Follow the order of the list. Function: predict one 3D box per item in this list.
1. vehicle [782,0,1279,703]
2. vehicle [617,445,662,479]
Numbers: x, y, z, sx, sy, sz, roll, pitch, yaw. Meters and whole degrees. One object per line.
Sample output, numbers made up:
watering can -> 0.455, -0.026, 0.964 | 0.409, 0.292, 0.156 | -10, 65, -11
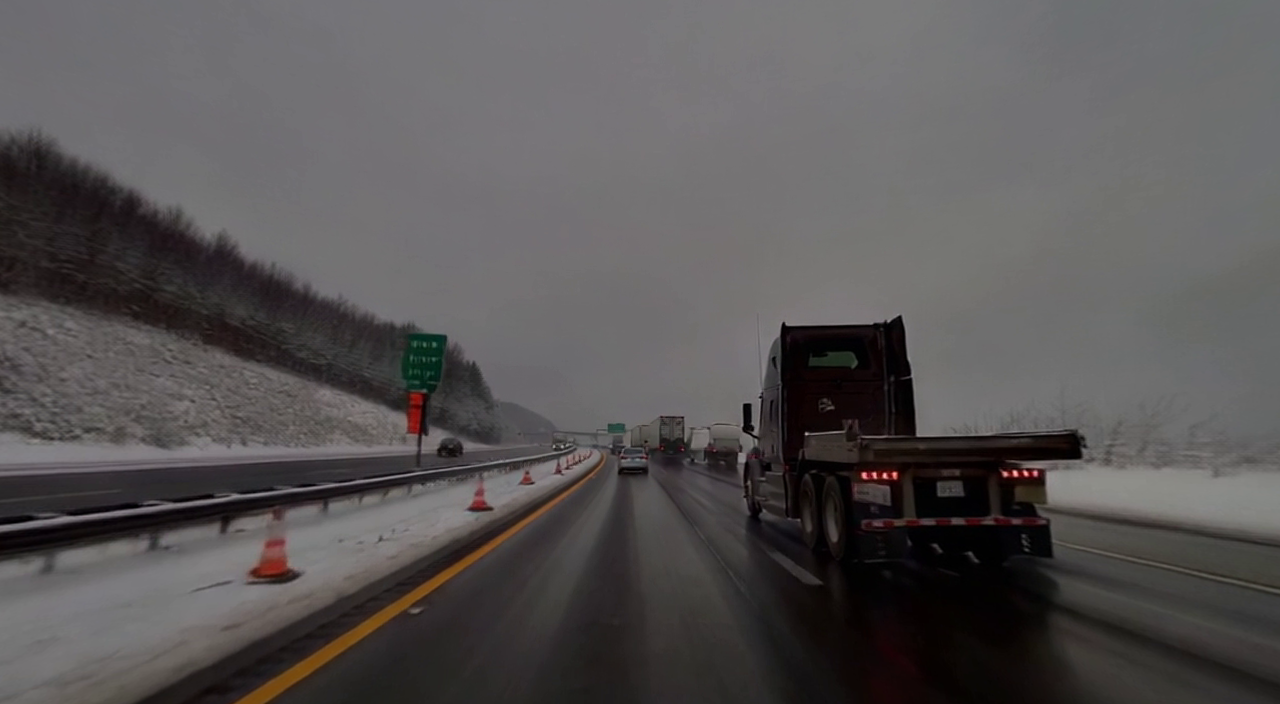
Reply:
vehicle -> 3.611, -0.227, 2.662 | 2.874, 4.065, 14.243 | 0, -9, 1
vehicle -> -0.051, 4.993, 28.828 | 1.927, 1.437, 3.794 | 0, -9, -1
